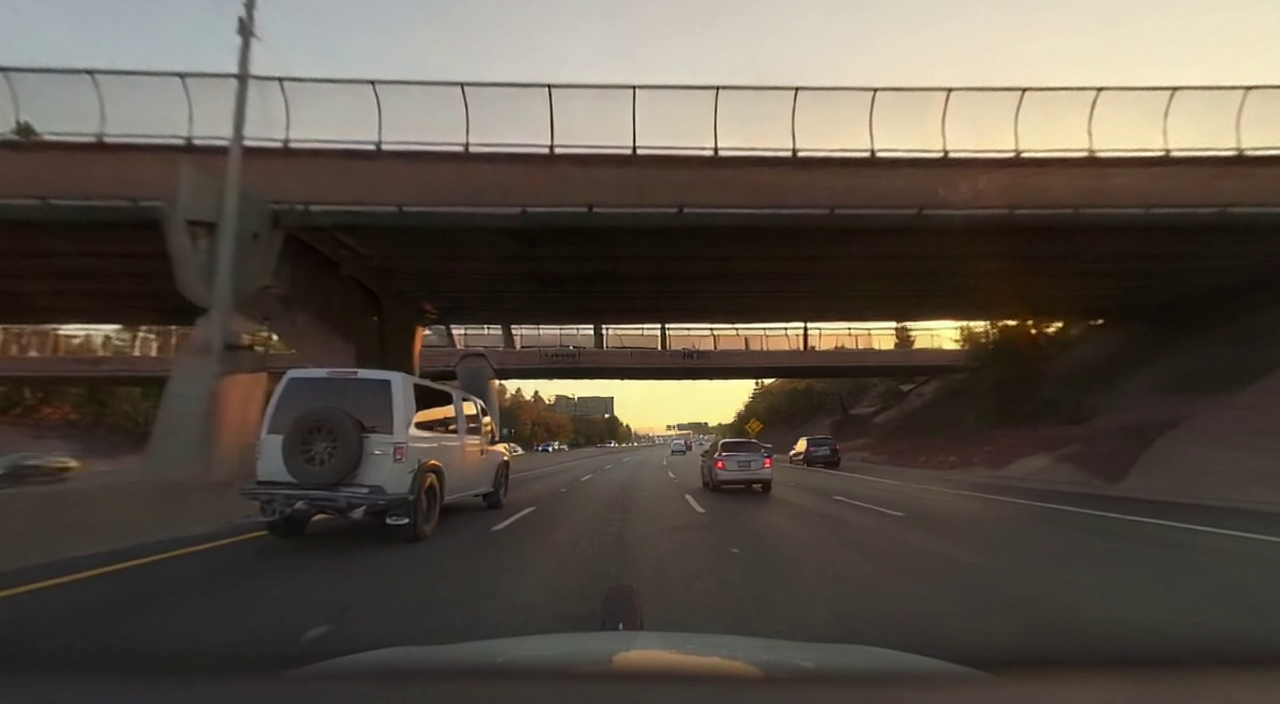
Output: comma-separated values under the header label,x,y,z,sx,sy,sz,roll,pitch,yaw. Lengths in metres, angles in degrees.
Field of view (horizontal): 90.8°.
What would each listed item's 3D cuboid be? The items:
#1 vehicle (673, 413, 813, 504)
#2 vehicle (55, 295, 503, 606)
label,x,y,z,sx,sy,sz,roll,pitch,yaw
vehicle,2.492,2.864,17.365,2.693,2.044,5.882,0,-9,-2
vehicle,-3.729,1.271,8.517,2.369,2.682,6.088,0,-9,0
